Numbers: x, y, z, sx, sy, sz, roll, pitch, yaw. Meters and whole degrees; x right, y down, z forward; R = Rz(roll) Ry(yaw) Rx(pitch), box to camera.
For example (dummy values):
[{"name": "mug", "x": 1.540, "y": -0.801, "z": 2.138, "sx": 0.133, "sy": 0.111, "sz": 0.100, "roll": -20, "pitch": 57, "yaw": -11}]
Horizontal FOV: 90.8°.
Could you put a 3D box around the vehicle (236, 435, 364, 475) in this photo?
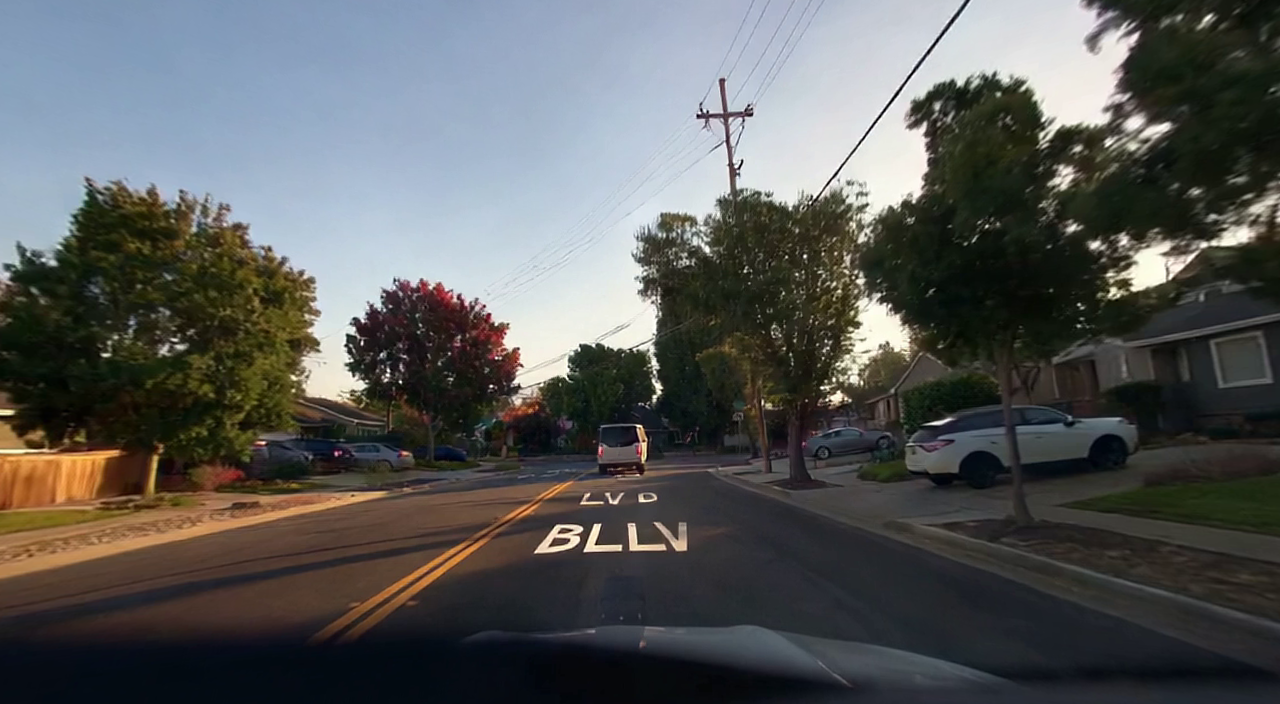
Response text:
[{"name": "vehicle", "x": -16.261, "y": 4.935, "z": 30.417, "sx": 4.881, "sy": 1.828, "sz": 2.111, "roll": 0, "pitch": -8, "yaw": -1}]

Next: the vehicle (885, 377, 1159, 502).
[{"name": "vehicle", "x": 8.226, "y": 1.908, "z": 13.940, "sx": 4.584, "sy": 1.817, "sz": 2.018, "roll": -9, "pitch": -8, "yaw": -5}]

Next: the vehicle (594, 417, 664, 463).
[{"name": "vehicle", "x": -0.961, "y": 6.407, "z": 45.725, "sx": 2.929, "sy": 3.058, "sz": 7.559, "roll": 3, "pitch": -9, "yaw": -19}]

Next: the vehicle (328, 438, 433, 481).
[{"name": "vehicle", "x": -13.473, "y": 5.629, "z": 33.019, "sx": 4.550, "sy": 1.655, "sz": 2.143, "roll": -5, "pitch": -15, "yaw": -1}]

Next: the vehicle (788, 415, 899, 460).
[{"name": "vehicle", "x": 10.023, "y": 4.289, "z": 31.392, "sx": 4.658, "sy": 1.536, "sz": 2.090, "roll": -8, "pitch": -10, "yaw": 1}]
